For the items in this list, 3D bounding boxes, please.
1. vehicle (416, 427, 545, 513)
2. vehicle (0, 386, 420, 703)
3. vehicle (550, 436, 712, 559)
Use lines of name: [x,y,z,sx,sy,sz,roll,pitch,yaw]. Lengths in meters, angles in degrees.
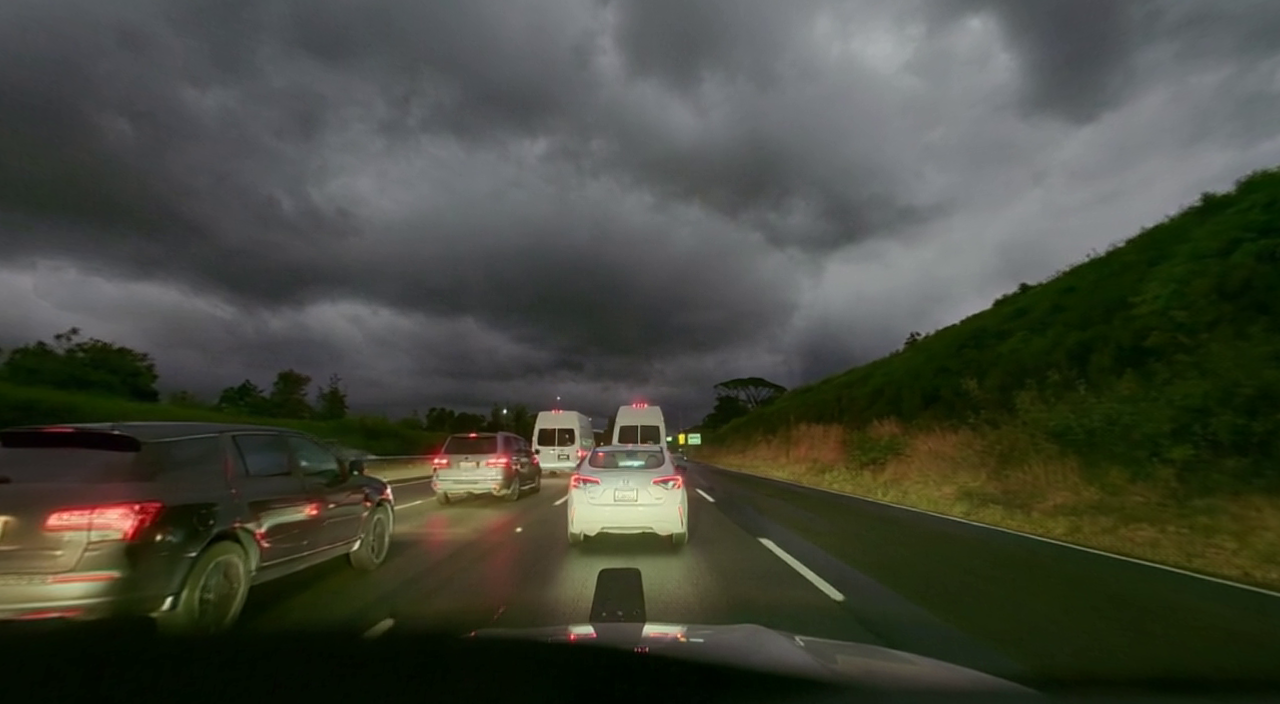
vehicle: [-3.943,3.019,16.598,2.055,1.913,4.584,-1,-9,2]
vehicle: [-3.677,1.342,5.329,2.029,1.656,4.437,-1,-9,0]
vehicle: [-0.119,2.070,9.570,1.995,1.495,3.380,0,-9,0]
